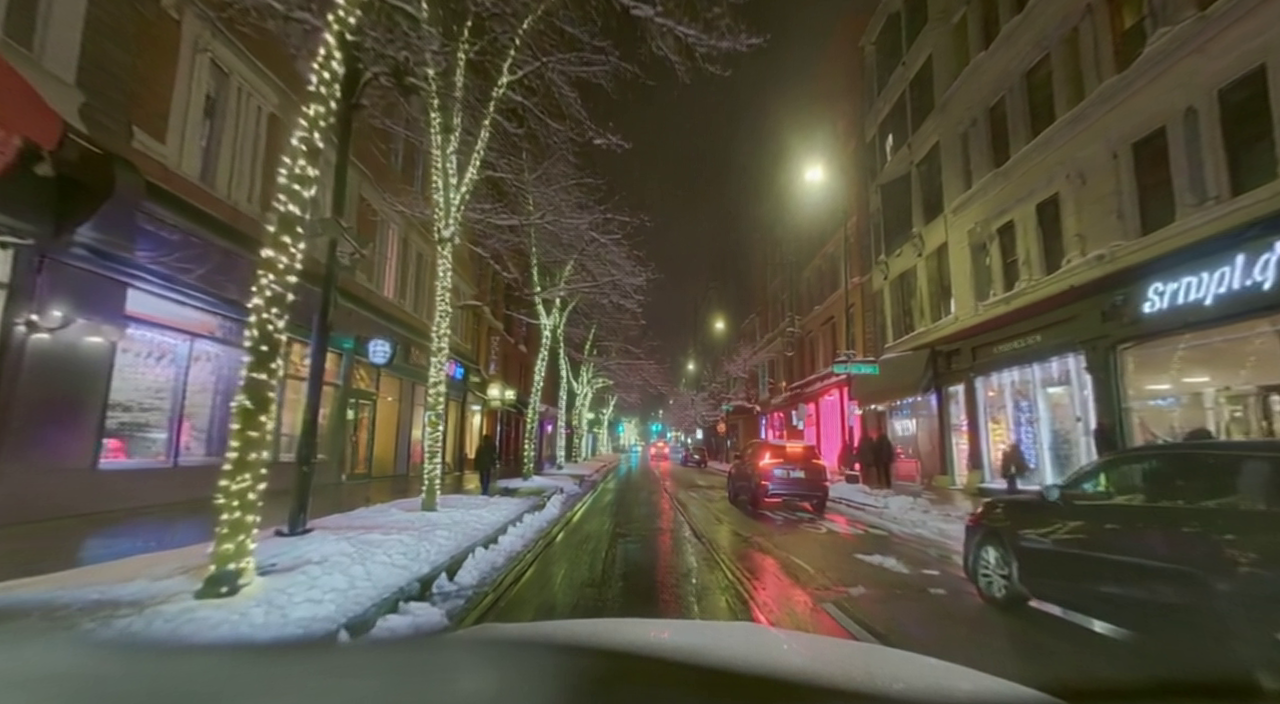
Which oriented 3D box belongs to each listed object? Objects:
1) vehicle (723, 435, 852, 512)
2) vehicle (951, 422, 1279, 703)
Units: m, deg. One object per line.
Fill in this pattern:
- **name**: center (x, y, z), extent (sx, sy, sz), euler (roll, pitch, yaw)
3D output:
- **vehicle**: center (3.328, 2.820, 15.216), extent (1.971, 1.559, 4.326), euler (0, -8, -1)
- **vehicle**: center (4.001, 1.181, 3.722), extent (1.977, 1.478, 4.458), euler (0, -8, -1)
